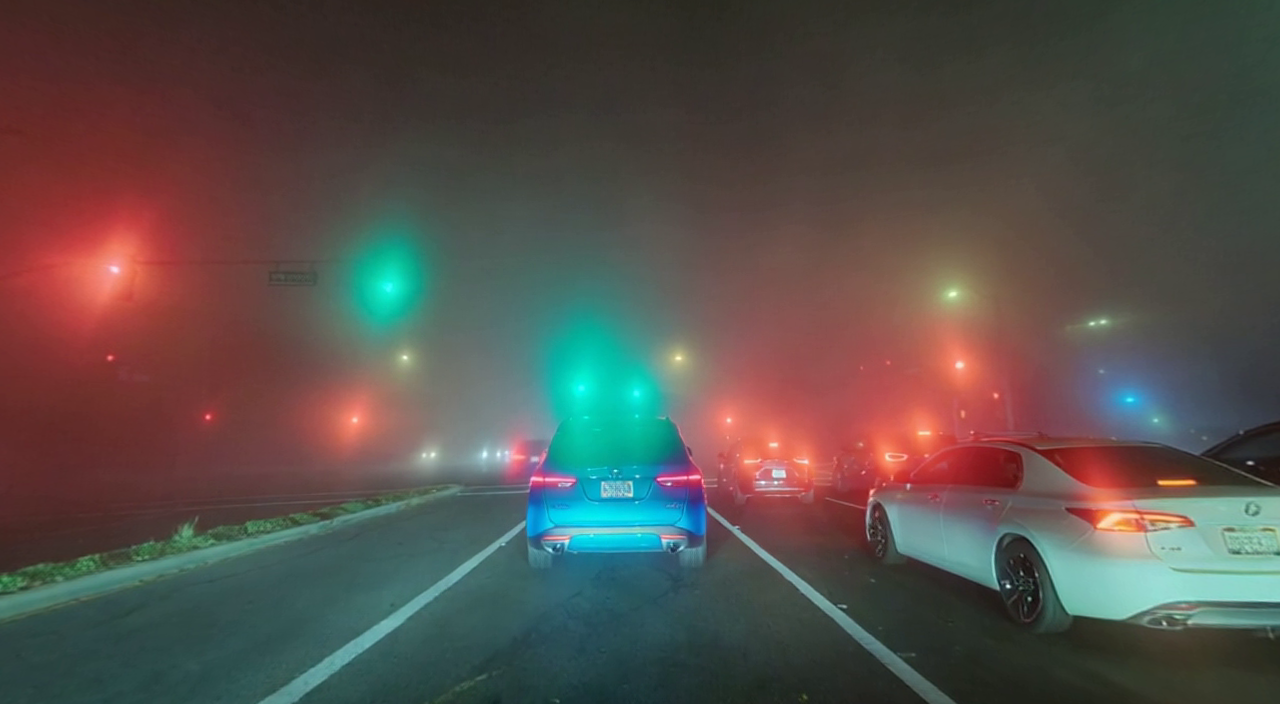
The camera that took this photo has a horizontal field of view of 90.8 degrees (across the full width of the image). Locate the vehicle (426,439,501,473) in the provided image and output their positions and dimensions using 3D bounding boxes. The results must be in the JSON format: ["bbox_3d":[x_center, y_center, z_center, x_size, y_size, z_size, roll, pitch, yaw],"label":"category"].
[{"bbox_3d":[-10.178,5.920,36.186,2.186,1.794,4.972,7,-11,-40],"label":"vehicle"}]

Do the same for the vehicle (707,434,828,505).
[{"bbox_3d":[2.979,2.848,15.774,1.950,1.506,4.086,0,-8,-3],"label":"vehicle"}]

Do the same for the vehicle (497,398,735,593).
[{"bbox_3d":[-0.267,1.556,7.632,2.101,1.707,3.904,0,-8,-2],"label":"vehicle"}]

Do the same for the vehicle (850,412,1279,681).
[{"bbox_3d":[3.617,1.395,5.699,1.861,1.478,4.185,0,-8,-2],"label":"vehicle"}]
